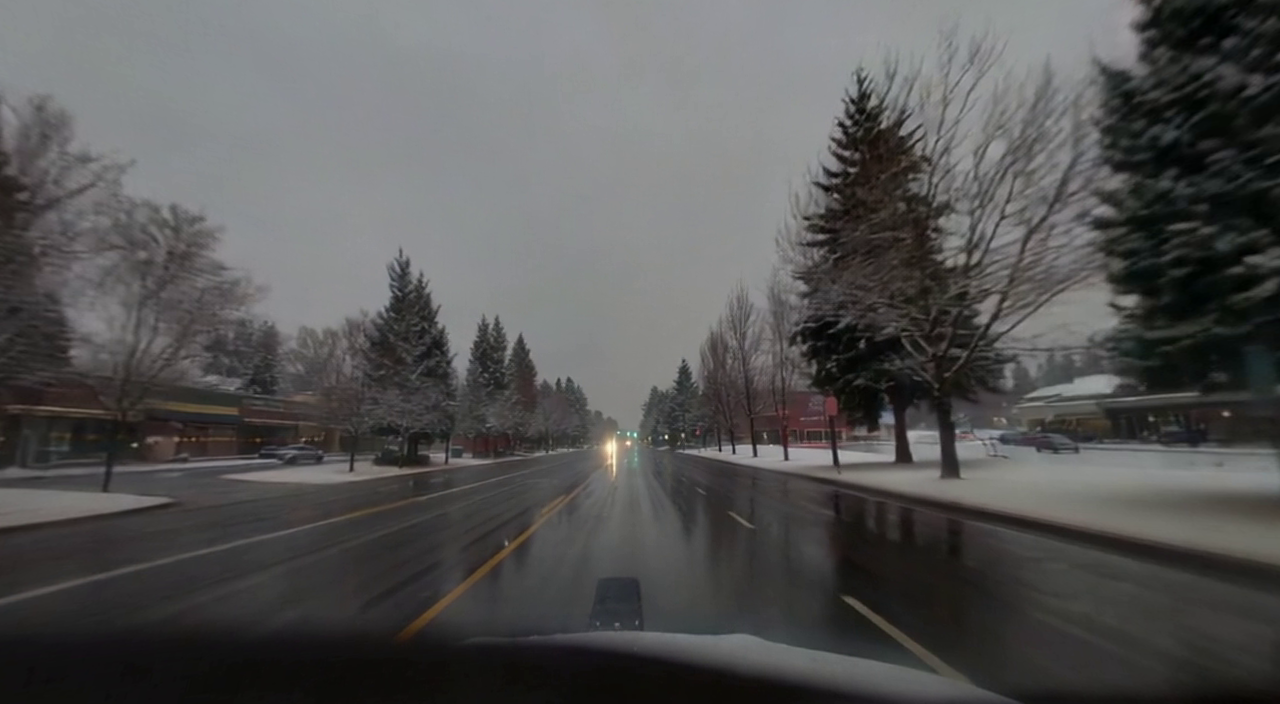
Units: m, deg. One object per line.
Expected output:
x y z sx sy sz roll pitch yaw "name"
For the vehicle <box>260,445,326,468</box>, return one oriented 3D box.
-23.908 7.195 43.598 3.548 1.544 1.641 0 -8 1 "vehicle"
